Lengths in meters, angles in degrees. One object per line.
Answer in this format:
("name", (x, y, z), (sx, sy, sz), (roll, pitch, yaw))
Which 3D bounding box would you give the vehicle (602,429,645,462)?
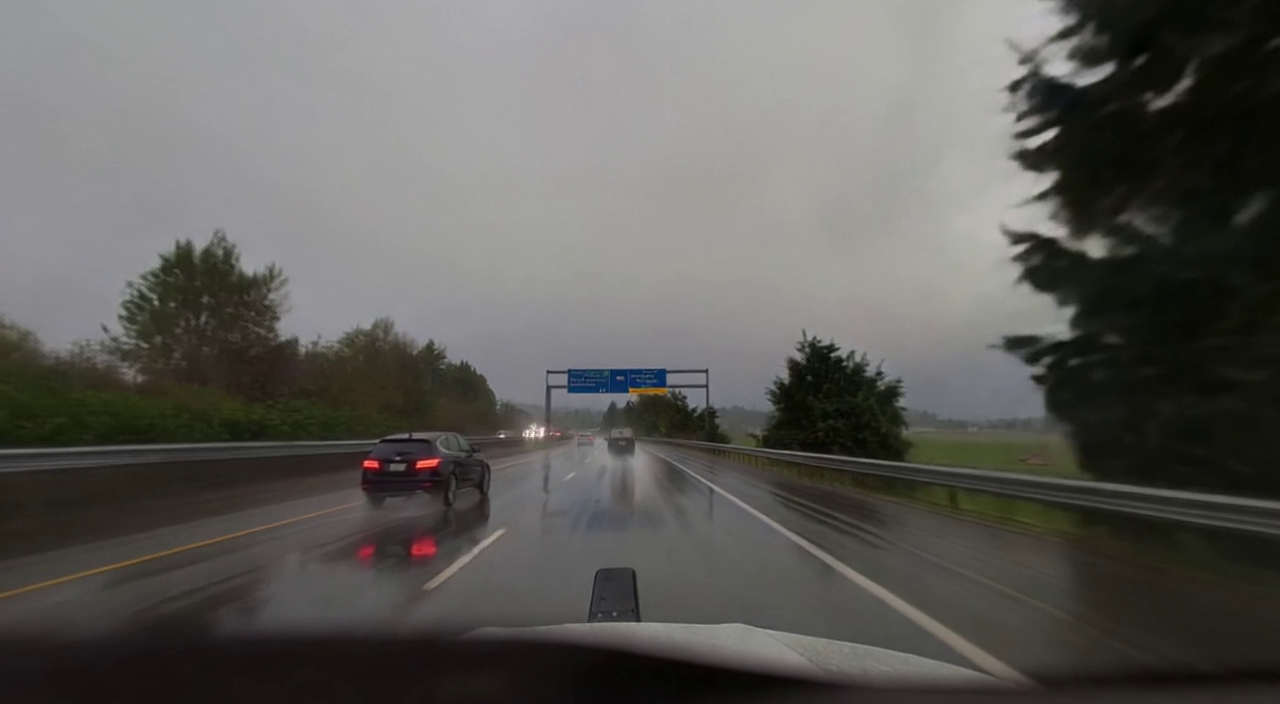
("vehicle", (-0.901, 4.997, 33.823), (2.162, 1.616, 4.242), (0, -8, -1))

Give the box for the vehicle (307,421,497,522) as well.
("vehicle", (-4.098, 2.099, 11.734), (1.975, 1.518, 4.242), (0, -8, -1))
